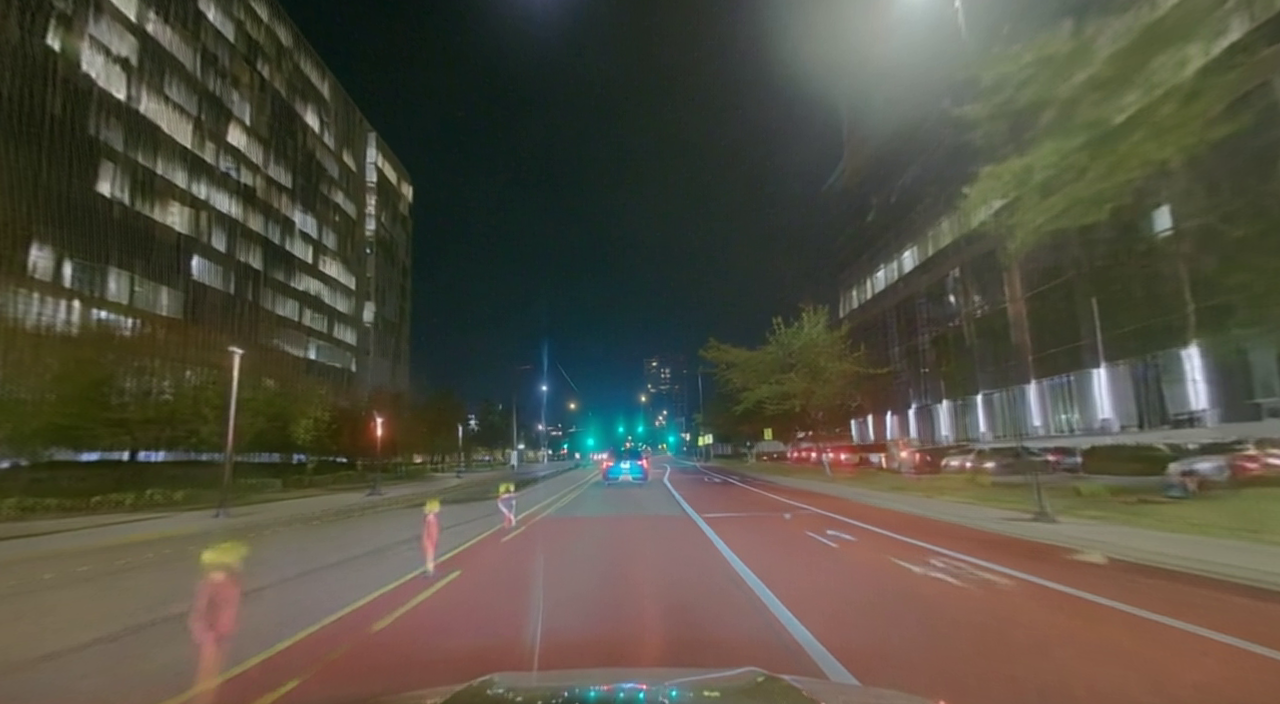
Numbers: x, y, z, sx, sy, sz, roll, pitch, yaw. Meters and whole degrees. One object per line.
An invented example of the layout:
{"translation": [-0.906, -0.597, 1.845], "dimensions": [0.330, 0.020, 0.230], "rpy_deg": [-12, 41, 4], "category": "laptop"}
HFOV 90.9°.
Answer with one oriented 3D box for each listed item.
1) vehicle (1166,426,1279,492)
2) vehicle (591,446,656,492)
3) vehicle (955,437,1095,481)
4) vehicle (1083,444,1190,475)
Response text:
{"translation": [15.246, 2.543, 15.080], "dimensions": [1.913, 1.470, 3.714], "rpy_deg": [0, -9, -3], "category": "vehicle"}
{"translation": [-0.600, 4.097, 22.385], "dimensions": [2.063, 1.442, 4.135], "rpy_deg": [0, -9, -2], "category": "vehicle"}
{"translation": [14.476, 4.023, 23.882], "dimensions": [4.003, 1.476, 1.884], "rpy_deg": [-2, -8, 2], "category": "vehicle"}
{"translation": [24.005, 5.199, 30.567], "dimensions": [3.561, 1.455, 1.860], "rpy_deg": [0, -9, 0], "category": "vehicle"}
